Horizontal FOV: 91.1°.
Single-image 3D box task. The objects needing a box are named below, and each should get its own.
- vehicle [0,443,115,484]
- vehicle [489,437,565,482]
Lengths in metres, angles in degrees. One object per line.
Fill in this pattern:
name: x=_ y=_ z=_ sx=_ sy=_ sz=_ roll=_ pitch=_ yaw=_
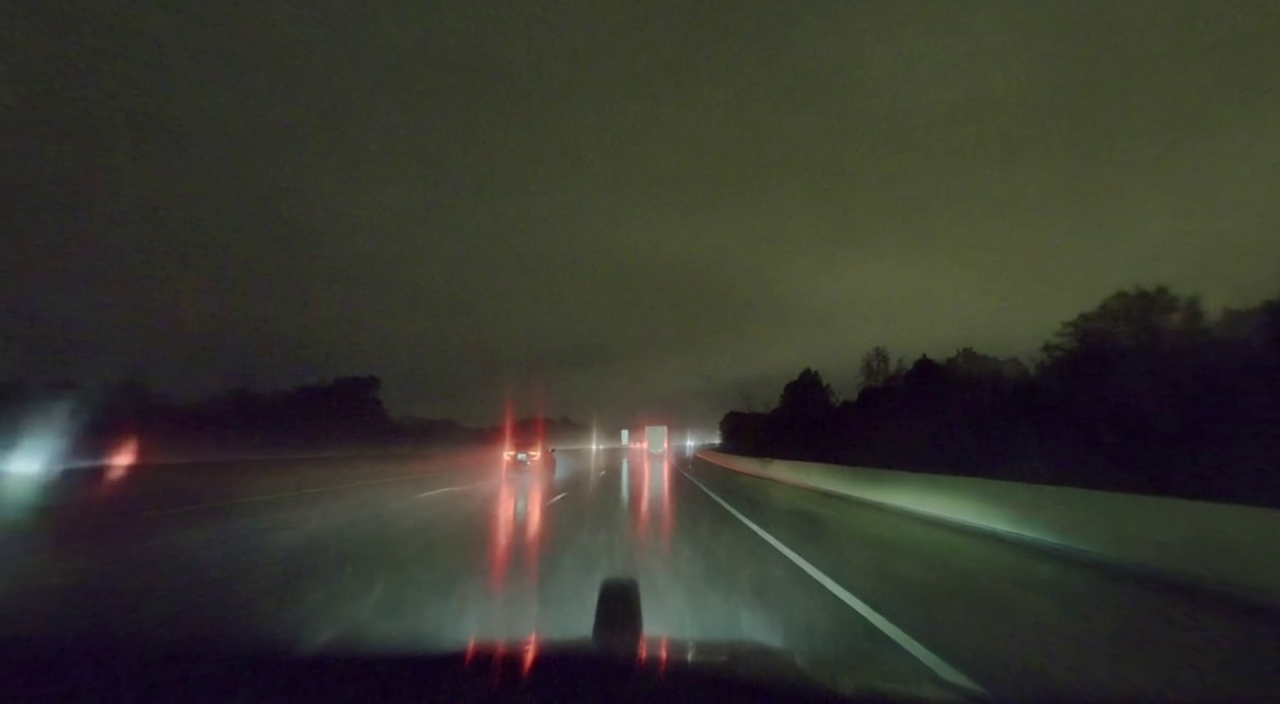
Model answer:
vehicle: x=-23.509 y=4.411 z=25.177 sx=1.844 sy=1.496 sz=3.571 roll=0 pitch=-9 yaw=0
vehicle: x=-4.173 y=4.081 z=24.022 sx=1.961 sy=1.540 sz=4.487 roll=0 pitch=-9 yaw=1
